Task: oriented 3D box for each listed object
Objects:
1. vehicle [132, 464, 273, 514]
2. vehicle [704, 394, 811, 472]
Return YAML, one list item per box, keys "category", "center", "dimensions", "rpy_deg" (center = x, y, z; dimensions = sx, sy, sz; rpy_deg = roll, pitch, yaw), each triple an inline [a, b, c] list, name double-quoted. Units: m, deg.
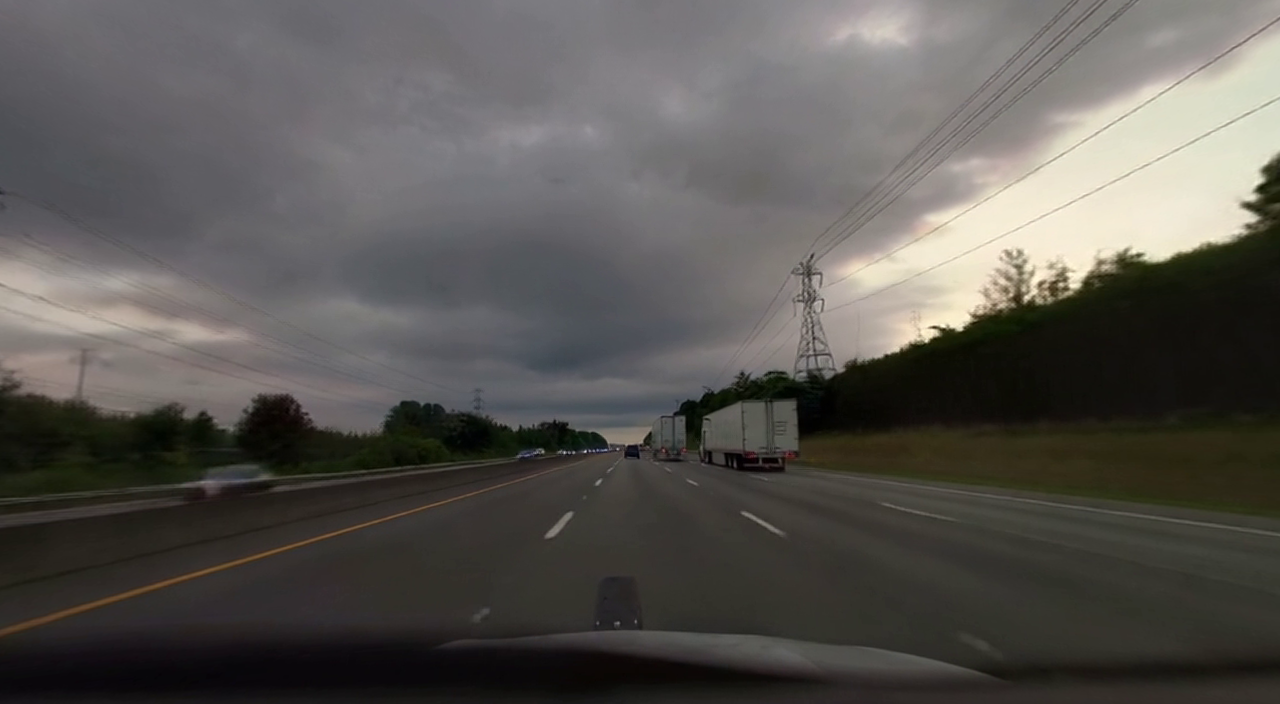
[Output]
- category: "vehicle"
  center: [-15.187, 4.735, 22.169]
  dimensions: [1.849, 1.415, 4.408]
  rpy_deg: [0, -9, -1]
- category: "vehicle"
  center: [7.200, 5.641, 42.417]
  dimensions: [3.400, 4.134, 17.388]
  rpy_deg: [0, -9, -2]
